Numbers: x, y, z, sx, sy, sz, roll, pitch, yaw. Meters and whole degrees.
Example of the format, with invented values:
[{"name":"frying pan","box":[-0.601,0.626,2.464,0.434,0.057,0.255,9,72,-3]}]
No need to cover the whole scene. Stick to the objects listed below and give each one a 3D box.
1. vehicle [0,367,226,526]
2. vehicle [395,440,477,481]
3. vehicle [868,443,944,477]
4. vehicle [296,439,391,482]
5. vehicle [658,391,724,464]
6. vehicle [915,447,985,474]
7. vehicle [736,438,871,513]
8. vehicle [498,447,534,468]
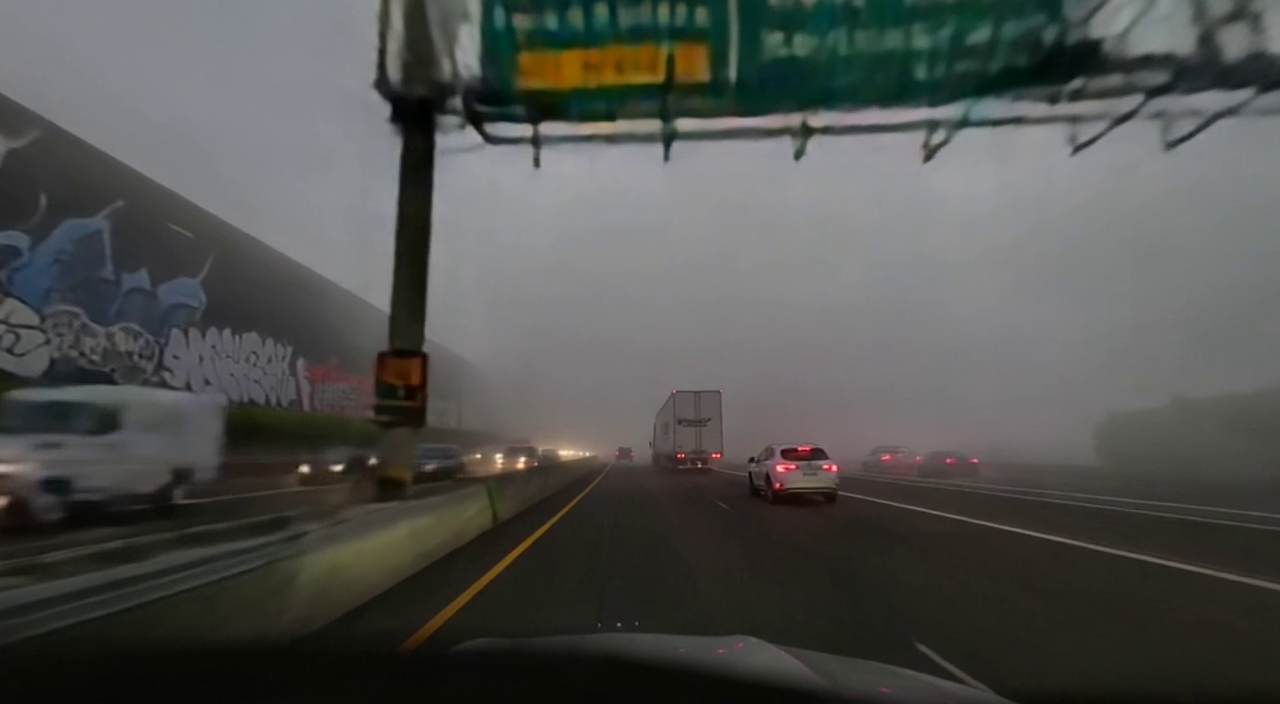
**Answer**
[{"name":"vehicle","box":[-12.240,2.070,13.613,2.334,2.718,6.105,0,-9,-1]},{"name":"vehicle","box":[-8.600,4.601,26.854,2.040,1.571,4.457,0,-9,-1]},{"name":"vehicle","box":[14.131,5.744,33.546,2.107,1.648,4.324,0,-9,-1]},{"name":"vehicle","box":[-12.833,4.718,27.451,1.945,1.708,4.530,0,-9,0]},{"name":"vehicle","box":[3.317,5.914,46.699,3.317,4.314,17.803,0,-9,0]},{"name":"vehicle","box":[18.258,6.402,37.197,1.811,1.499,4.472,0,-9,-1]},{"name":"vehicle","box":[3.876,3.011,15.790,2.085,1.588,4.436,0,-9,-2]},{"name":"vehicle","box":[-9.294,7.924,47.200,1.874,1.494,4.394,0,-9,-1]}]
